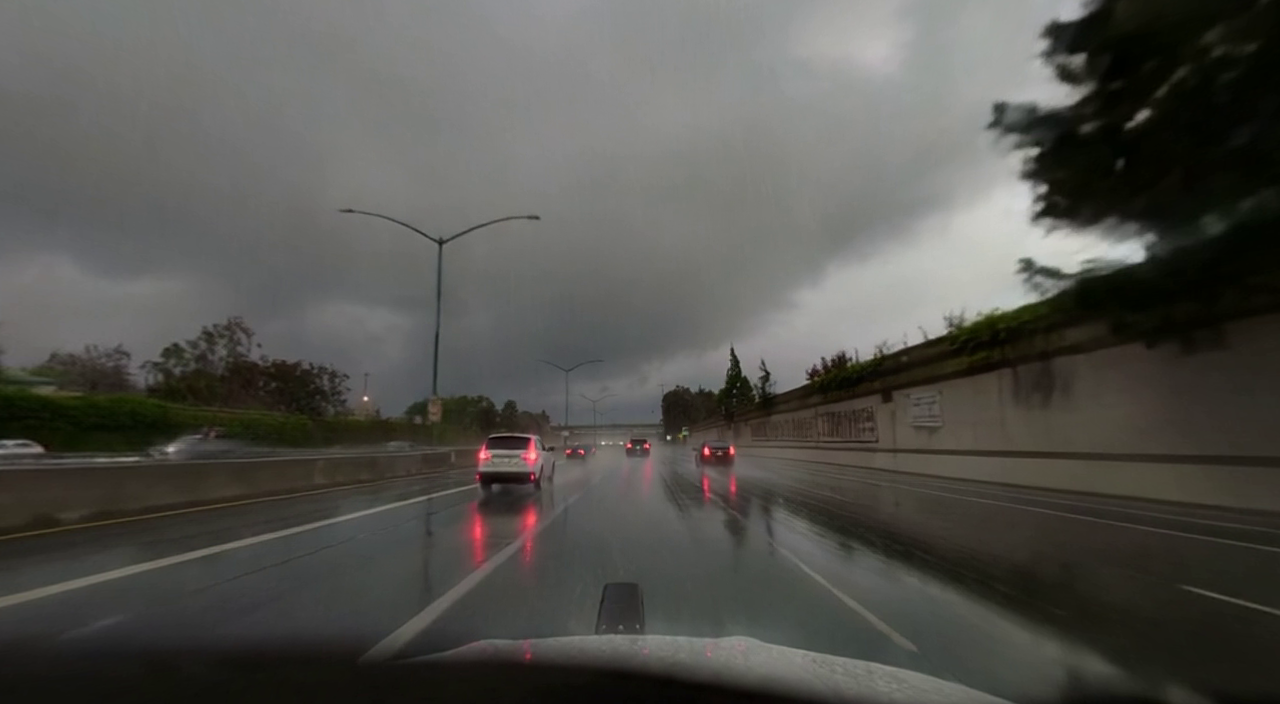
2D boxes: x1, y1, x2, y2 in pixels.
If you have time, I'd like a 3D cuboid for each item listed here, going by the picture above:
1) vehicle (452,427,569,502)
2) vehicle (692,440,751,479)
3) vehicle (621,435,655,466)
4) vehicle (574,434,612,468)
[{"bbox_3d":[-3.519,3.192,18.366,2.184,1.819,5.441,0,-9,1],"label":"vehicle"},{"bbox_3d":[3.922,5.269,31.092,2.224,1.752,4.487,1,-9,-1],"label":"vehicle"},{"bbox_3d":[-0.106,7.615,48.887,2.485,2.215,5.199,0,-9,0],"label":"vehicle"},{"bbox_3d":[-3.286,7.016,44.780,2.378,2.214,4.352,0,-9,0],"label":"vehicle"}]
